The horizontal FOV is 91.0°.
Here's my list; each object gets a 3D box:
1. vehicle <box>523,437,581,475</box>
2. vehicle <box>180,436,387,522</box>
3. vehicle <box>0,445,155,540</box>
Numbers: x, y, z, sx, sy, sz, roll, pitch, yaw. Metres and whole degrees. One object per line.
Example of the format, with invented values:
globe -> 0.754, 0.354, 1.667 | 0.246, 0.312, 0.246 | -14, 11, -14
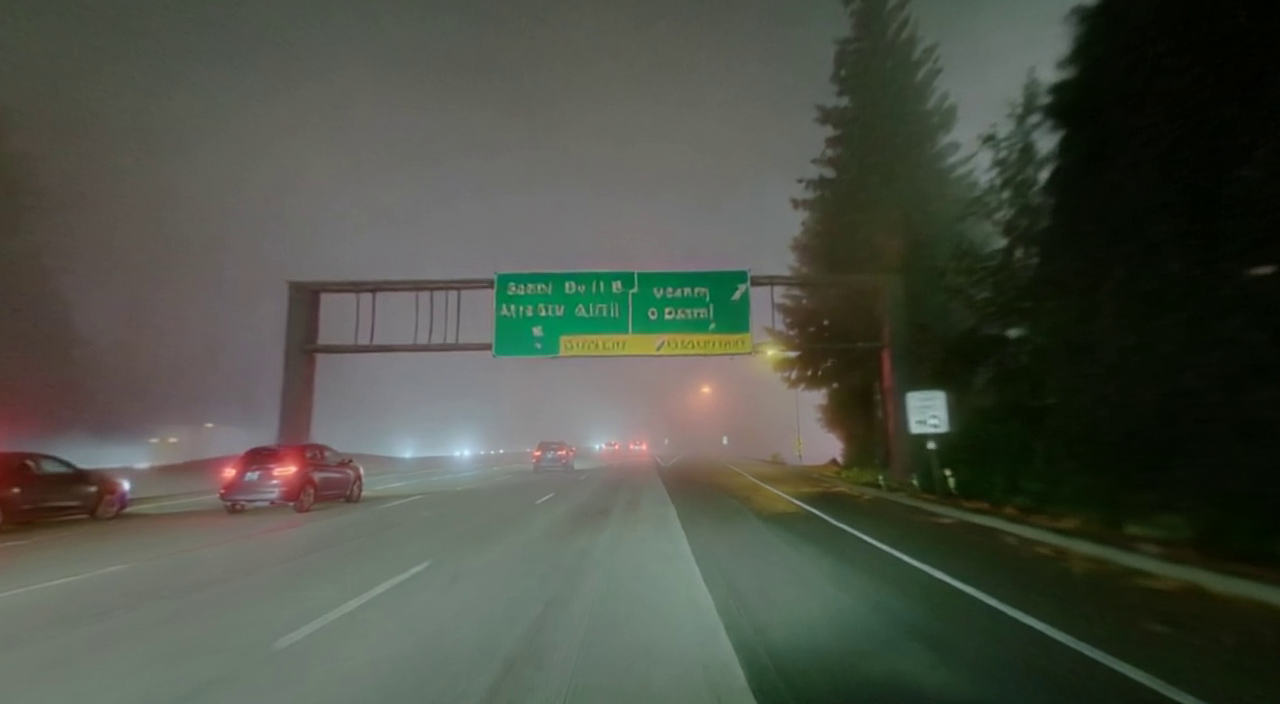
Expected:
vehicle -> -4.258, 5.113, 31.117 | 2.158, 1.717, 4.375 | 0, -8, 1
vehicle -> -7.921, 2.822, 14.663 | 2.071, 1.661, 4.540 | 0, -8, 1
vehicle -> -11.866, 2.538, 11.701 | 2.003, 1.595, 4.532 | 0, -8, 1
